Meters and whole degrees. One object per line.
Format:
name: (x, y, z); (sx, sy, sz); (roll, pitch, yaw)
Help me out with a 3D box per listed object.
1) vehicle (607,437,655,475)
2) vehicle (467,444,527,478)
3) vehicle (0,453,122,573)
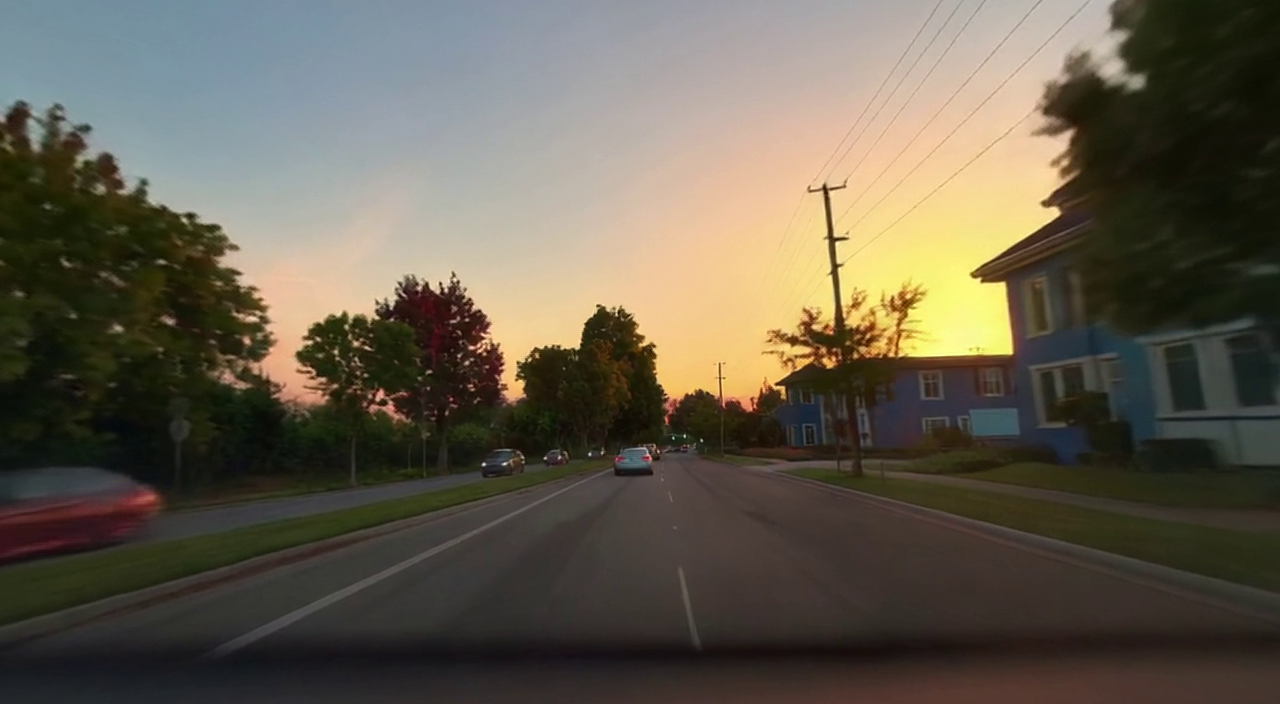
vehicle: (-0.354, 5.102, 31.097); (2.129, 1.713, 4.314); (0, -8, 2)
vehicle: (-8.035, 6.145, 35.855); (2.093, 1.772, 4.478); (-1, -8, 3)
vehicle: (-9.867, 2.243, 8.687); (1.908, 1.616, 3.988); (-1, -8, 3)
